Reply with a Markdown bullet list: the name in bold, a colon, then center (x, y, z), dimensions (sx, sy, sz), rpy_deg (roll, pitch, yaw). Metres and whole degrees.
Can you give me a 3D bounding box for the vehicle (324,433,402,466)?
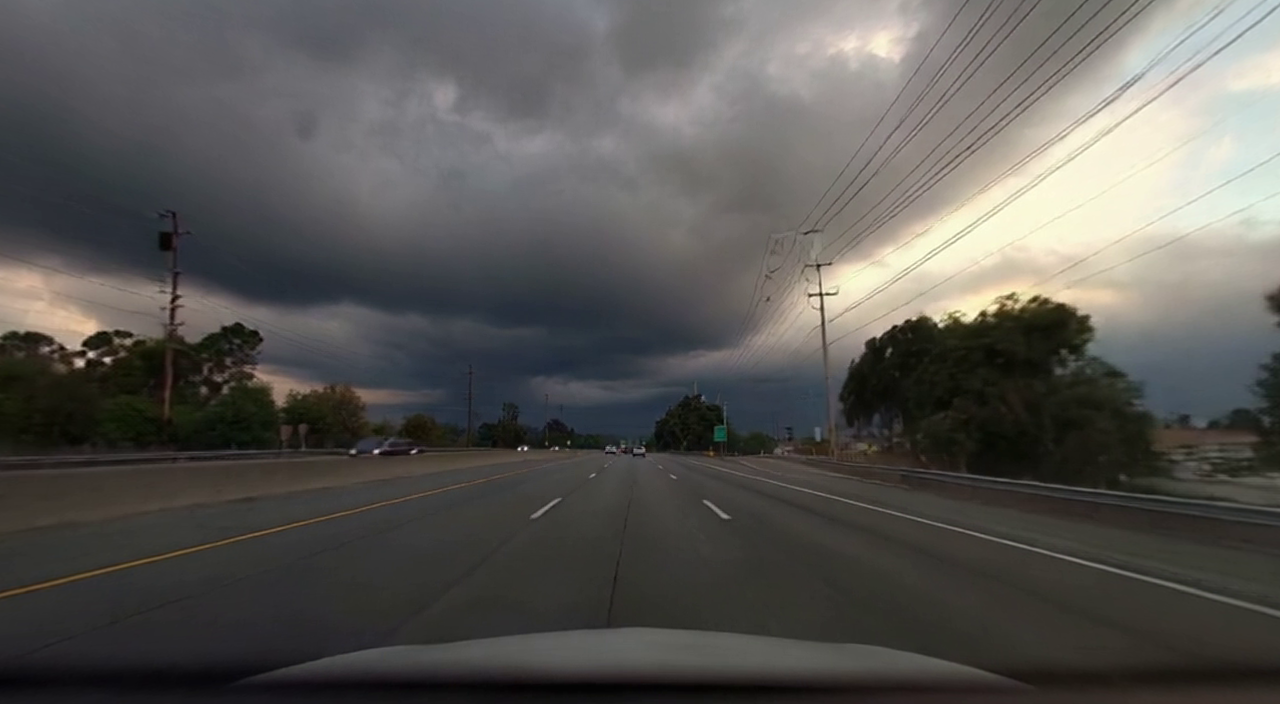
- **vehicle**: center (-17.899, 6.357, 41.249), dimensions (2.470, 1.990, 5.765), rpy_deg (0, -8, 0)
